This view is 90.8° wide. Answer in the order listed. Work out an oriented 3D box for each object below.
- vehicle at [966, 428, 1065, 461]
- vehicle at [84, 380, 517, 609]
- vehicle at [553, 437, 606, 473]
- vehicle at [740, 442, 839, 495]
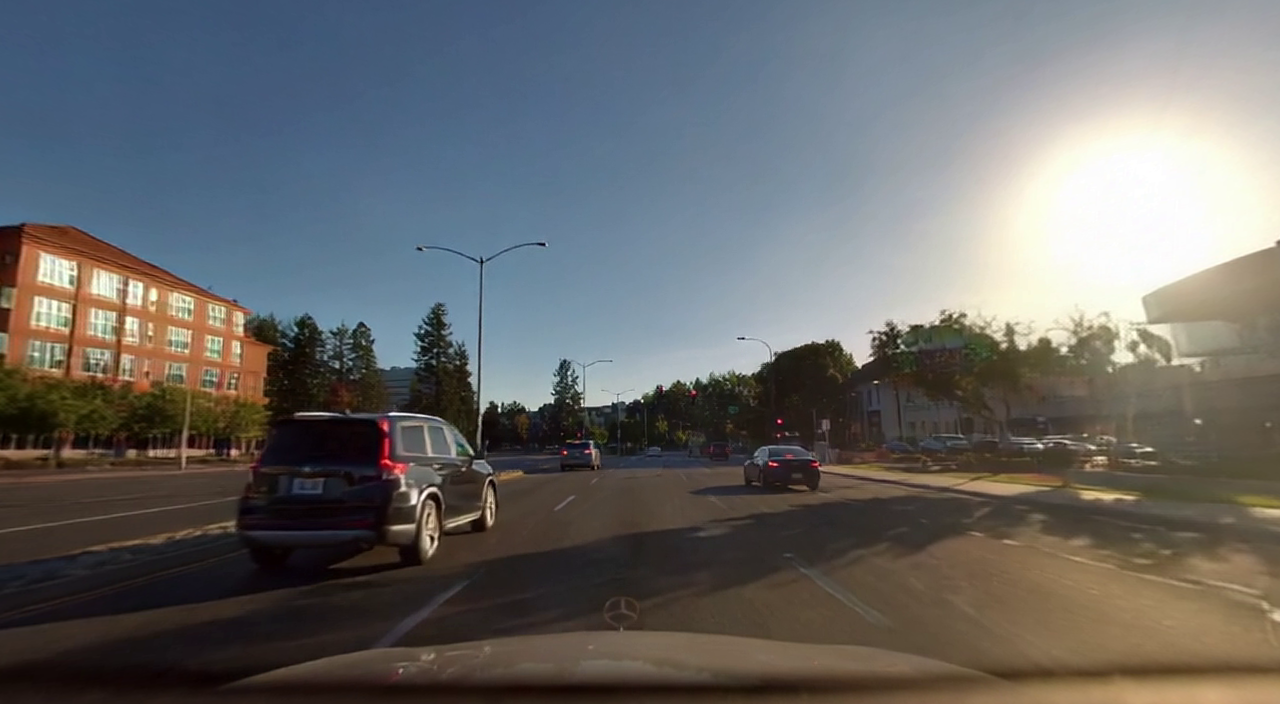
[{"bbox_3d":[27.799,6.923,47.242,2.943,2.298,7.374,0,-9,0],"label":"vehicle"},{"bbox_3d":[-3.320,1.570,7.969,2.450,1.866,5.416,0,-9,0],"label":"vehicle"},{"bbox_3d":[-3.227,5.659,34.821,2.305,1.833,4.912,0,-9,2],"label":"vehicle"},{"bbox_3d":[4.593,3.651,20.164,1.960,1.471,4.378,0,-9,-2],"label":"vehicle"}]
